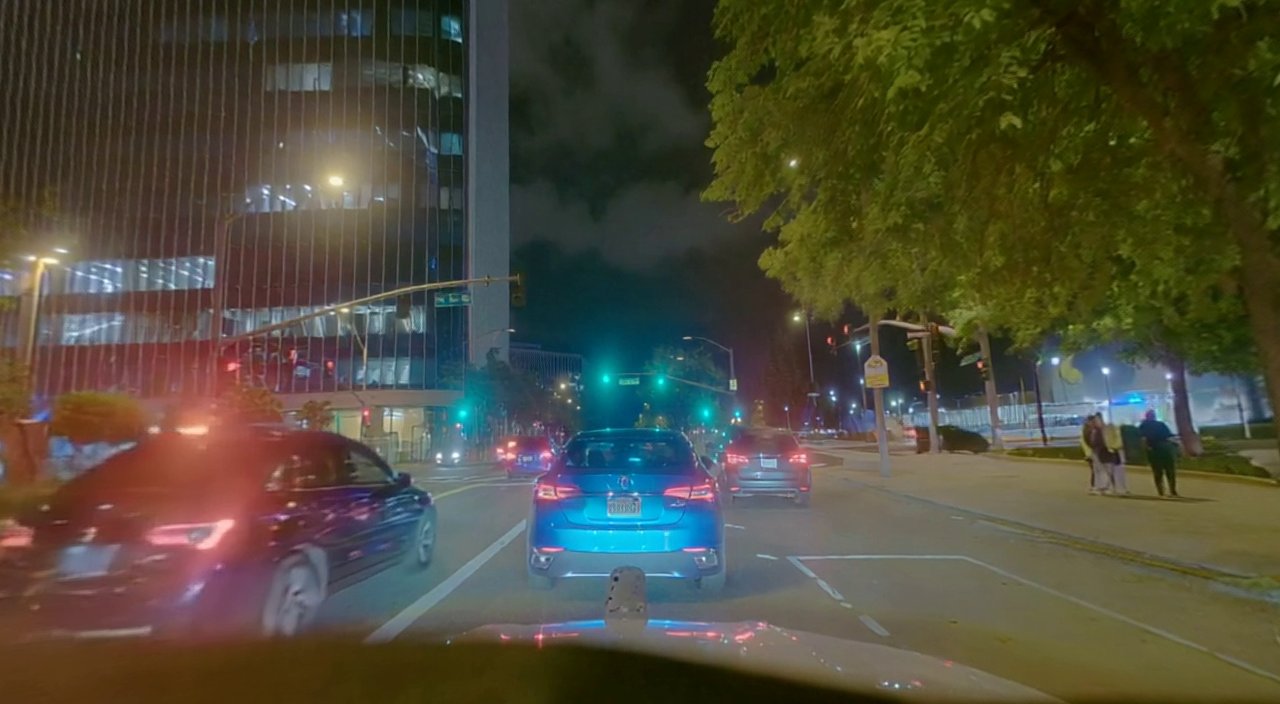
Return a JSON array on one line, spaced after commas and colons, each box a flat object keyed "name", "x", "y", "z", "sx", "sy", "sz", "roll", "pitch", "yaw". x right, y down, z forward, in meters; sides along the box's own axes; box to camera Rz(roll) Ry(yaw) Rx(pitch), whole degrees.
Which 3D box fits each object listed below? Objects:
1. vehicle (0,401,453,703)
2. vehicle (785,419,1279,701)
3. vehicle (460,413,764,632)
[{"name": "vehicle", "x": -3.277, "y": 1.311, "z": 5.227, "sx": 2.068, "sy": 1.513, "sz": 4.221, "roll": 0, "pitch": -8, "yaw": 1}, {"name": "vehicle", "x": 2.749, "y": 1.399, "z": 5.445, "sx": 1.952, "sy": 1.464, "sz": 4.165, "roll": 0, "pitch": -8, "yaw": -1}, {"name": "vehicle", "x": -0.268, "y": 1.465, "z": 6.407, "sx": 2.072, "sy": 1.476, "sz": 4.078, "roll": 0, "pitch": -8, "yaw": -2}]
